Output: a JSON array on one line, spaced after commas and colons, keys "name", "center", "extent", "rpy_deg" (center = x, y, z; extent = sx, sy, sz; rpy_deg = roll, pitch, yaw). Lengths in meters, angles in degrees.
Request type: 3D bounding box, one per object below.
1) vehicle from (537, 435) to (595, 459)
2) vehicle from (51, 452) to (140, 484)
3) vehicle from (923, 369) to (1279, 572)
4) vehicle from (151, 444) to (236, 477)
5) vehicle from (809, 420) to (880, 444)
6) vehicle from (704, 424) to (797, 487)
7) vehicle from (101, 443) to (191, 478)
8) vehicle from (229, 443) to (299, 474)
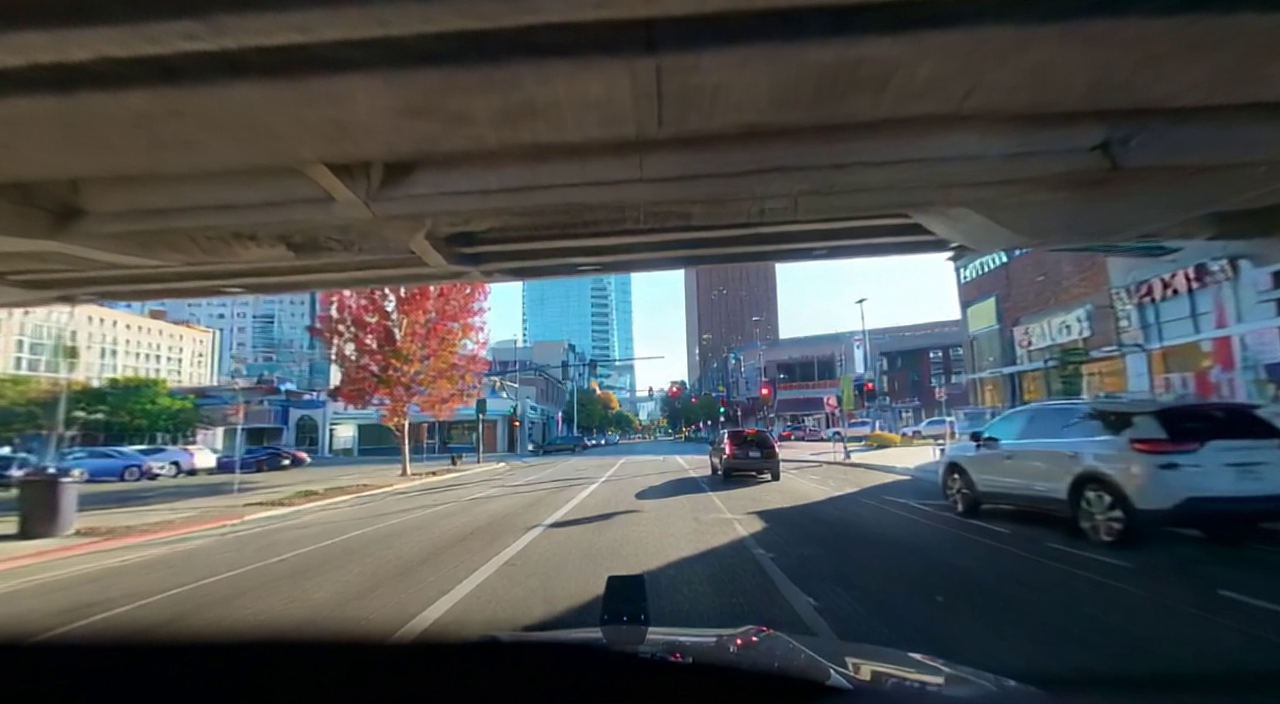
[{"name": "vehicle", "center": [-5.180, 6.599, 43.908], "extent": [2.099, 1.562, 4.037], "rpy_deg": [7, -10, -41]}, {"name": "vehicle", "center": [-32.850, 6.970, 38.183], "extent": [1.735, 1.721, 3.993], "rpy_deg": [0, -8, 1]}, {"name": "vehicle", "center": [6.855, 1.619, 9.560], "extent": [2.433, 2.116, 5.789], "rpy_deg": [0, -8, 0]}, {"name": "vehicle", "center": [-27.040, 6.534, 38.400], "extent": [1.807, 1.795, 4.566], "rpy_deg": [0, -8, 1]}, {"name": "vehicle", "center": [15.259, 5.988, 47.252], "extent": [4.611, 1.778, 1.939], "rpy_deg": [0, -8, 1]}, {"name": "vehicle", "center": [3.011, 2.903, 18.038], "extent": [1.947, 1.576, 3.825], "rpy_deg": [0, -8, 0]}, {"name": "vehicle", "center": [-29.804, 6.529, 38.241], "extent": [1.811, 1.942, 4.376], "rpy_deg": [0, -8, 1]}, {"name": "vehicle", "center": [-22.675, 6.413, 38.231], "extent": [1.757, 1.699, 3.854], "rpy_deg": [0, -8, 2]}]
